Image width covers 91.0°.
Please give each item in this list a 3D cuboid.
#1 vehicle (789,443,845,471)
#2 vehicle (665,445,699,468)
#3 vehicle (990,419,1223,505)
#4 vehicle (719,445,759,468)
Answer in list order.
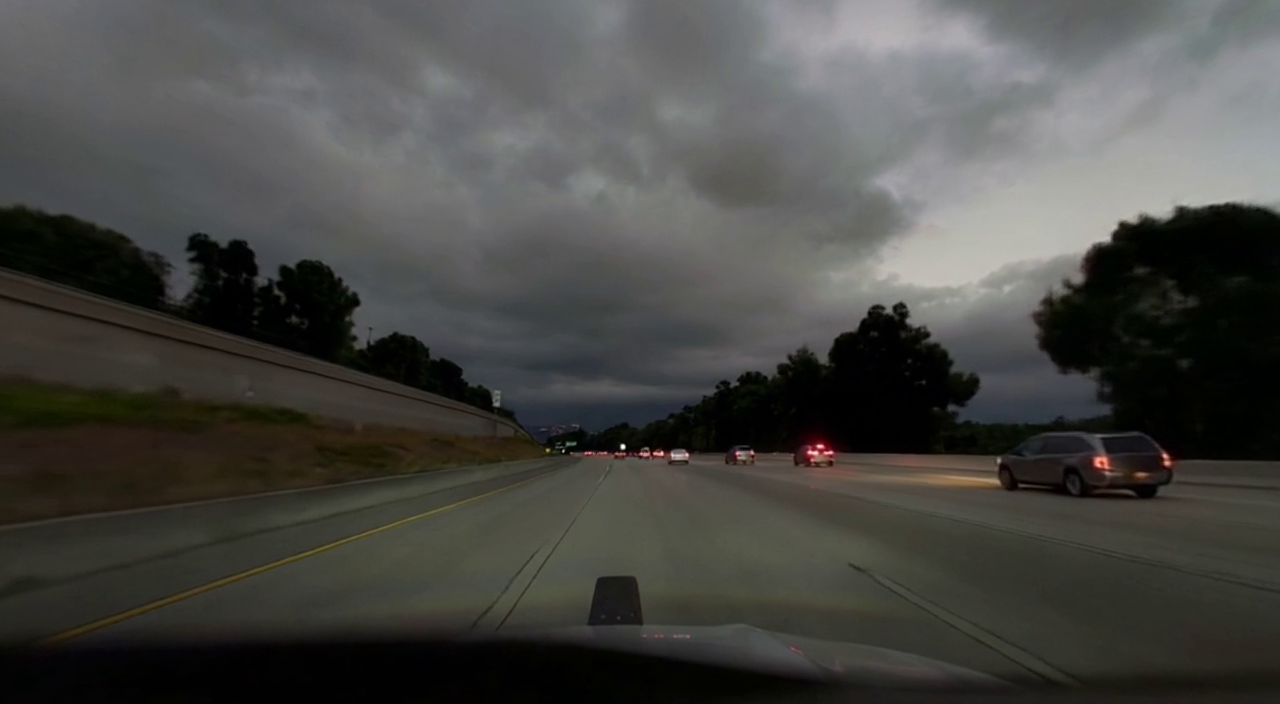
[{"bbox_3d":[10.654,6.333,38.256,1.987,1.546,4.271,0,-8,-3],"label":"vehicle"},{"bbox_3d":[2.851,7.218,43.514,1.934,1.491,3.982,0,-8,-3],"label":"vehicle"},{"bbox_3d":[10.881,2.594,15.252,2.077,1.763,4.472,0,-8,-2],"label":"vehicle"},{"bbox_3d":[6.909,7.321,44.332,1.904,1.488,4.299,0,-8,-3],"label":"vehicle"}]
